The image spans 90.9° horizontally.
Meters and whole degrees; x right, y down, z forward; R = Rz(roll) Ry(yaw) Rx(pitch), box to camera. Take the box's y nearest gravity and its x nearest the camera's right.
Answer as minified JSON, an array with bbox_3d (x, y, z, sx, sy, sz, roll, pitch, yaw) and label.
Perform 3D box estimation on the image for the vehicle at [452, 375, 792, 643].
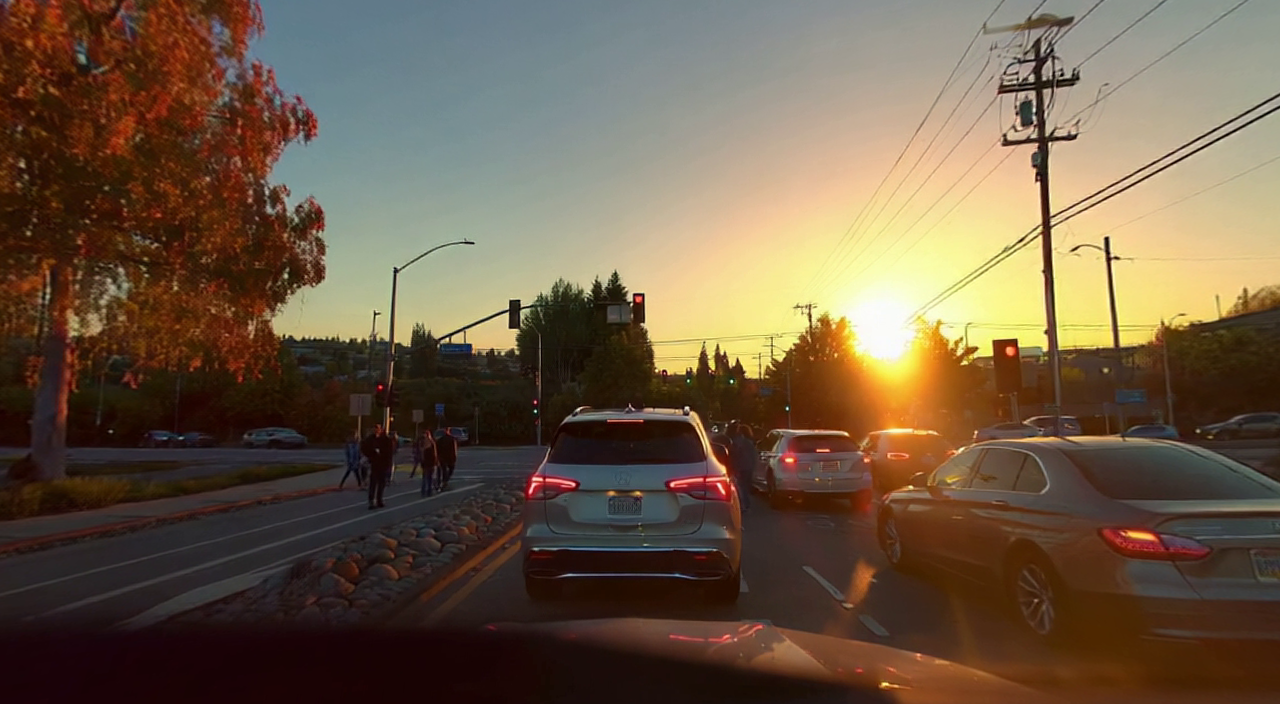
[{"bbox_3d":[-0.168,1.368,6.534,2.271,1.786,4.443,0,-8,-1],"label":"vehicle"}]

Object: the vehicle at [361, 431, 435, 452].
[{"bbox_3d":[-17.758,6.557,46.366,4.607,1.478,1.995,0,-8,0],"label":"vehicle"}]

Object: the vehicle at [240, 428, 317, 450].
[{"bbox_3d":[-26.989,6.527,47.212,4.587,1.639,1.878,0,-8,1],"label":"vehicle"}]

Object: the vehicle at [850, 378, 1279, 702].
[{"bbox_3d":[3.555,1.294,5.558,1.948,1.677,4.437,0,-8,1],"label":"vehicle"}]
